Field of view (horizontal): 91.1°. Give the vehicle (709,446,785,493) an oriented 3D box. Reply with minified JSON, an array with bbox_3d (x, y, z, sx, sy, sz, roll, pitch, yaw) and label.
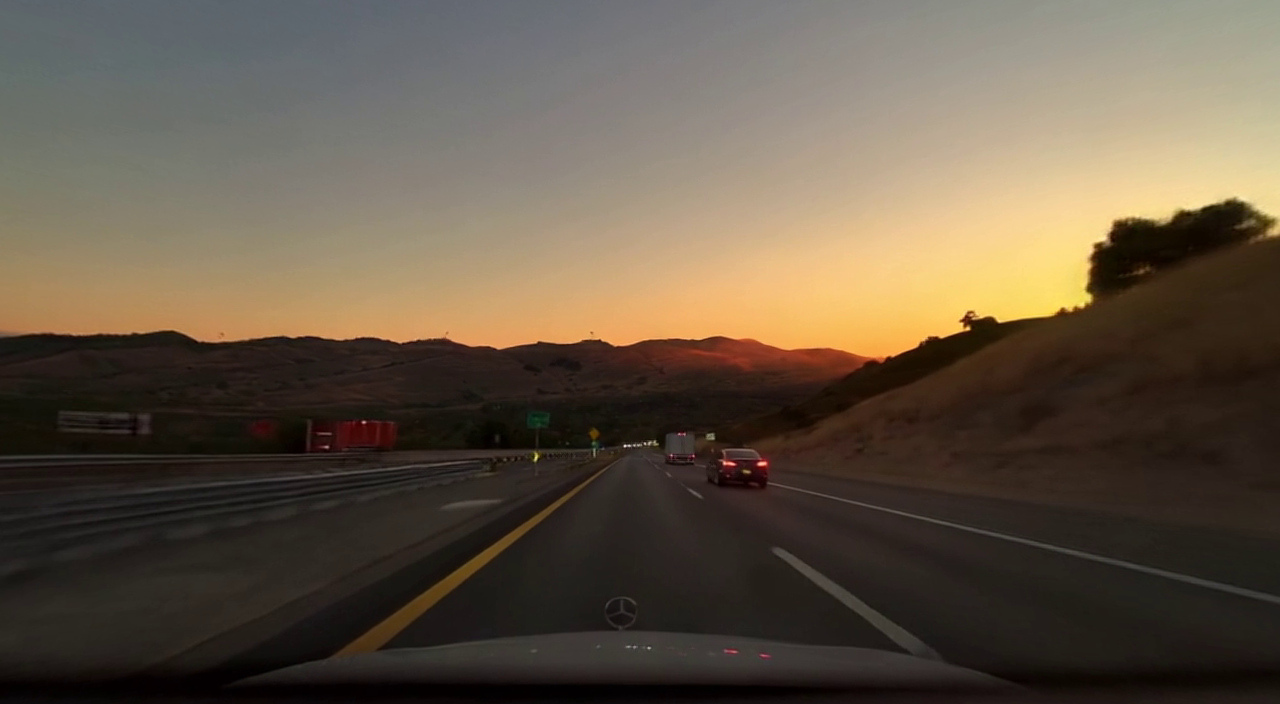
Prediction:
[{"bbox_3d":[3.593,4.019,21.790,1.836,1.459,3.766,0,-9,-2],"label":"vehicle"}]
